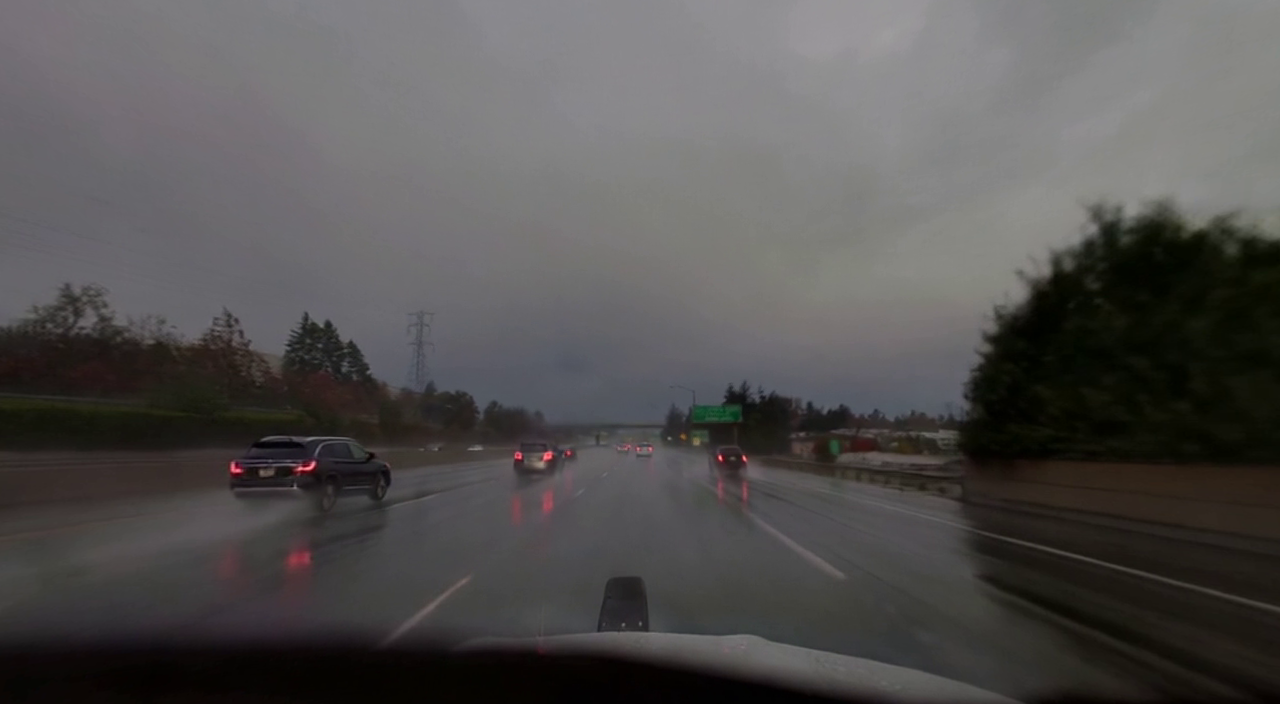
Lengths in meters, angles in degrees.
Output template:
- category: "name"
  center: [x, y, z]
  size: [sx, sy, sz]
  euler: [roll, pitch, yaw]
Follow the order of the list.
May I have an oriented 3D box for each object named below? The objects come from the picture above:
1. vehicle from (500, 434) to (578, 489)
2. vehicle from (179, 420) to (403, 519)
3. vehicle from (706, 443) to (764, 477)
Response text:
- category: "vehicle"
  center: [-3.379, 3.737, 21.886]
  size: [1.961, 1.704, 4.052]
  euler: [0, -8, 1]
- category: "vehicle"
  center: [-7.388, 2.535, 14.150]
  size: [2.162, 1.805, 4.853]
  euler: [0, -8, 1]
- category: "vehicle"
  center: [4.330, 5.006, 29.533]
  size: [1.964, 1.479, 4.252]
  euler: [0, -8, -1]
